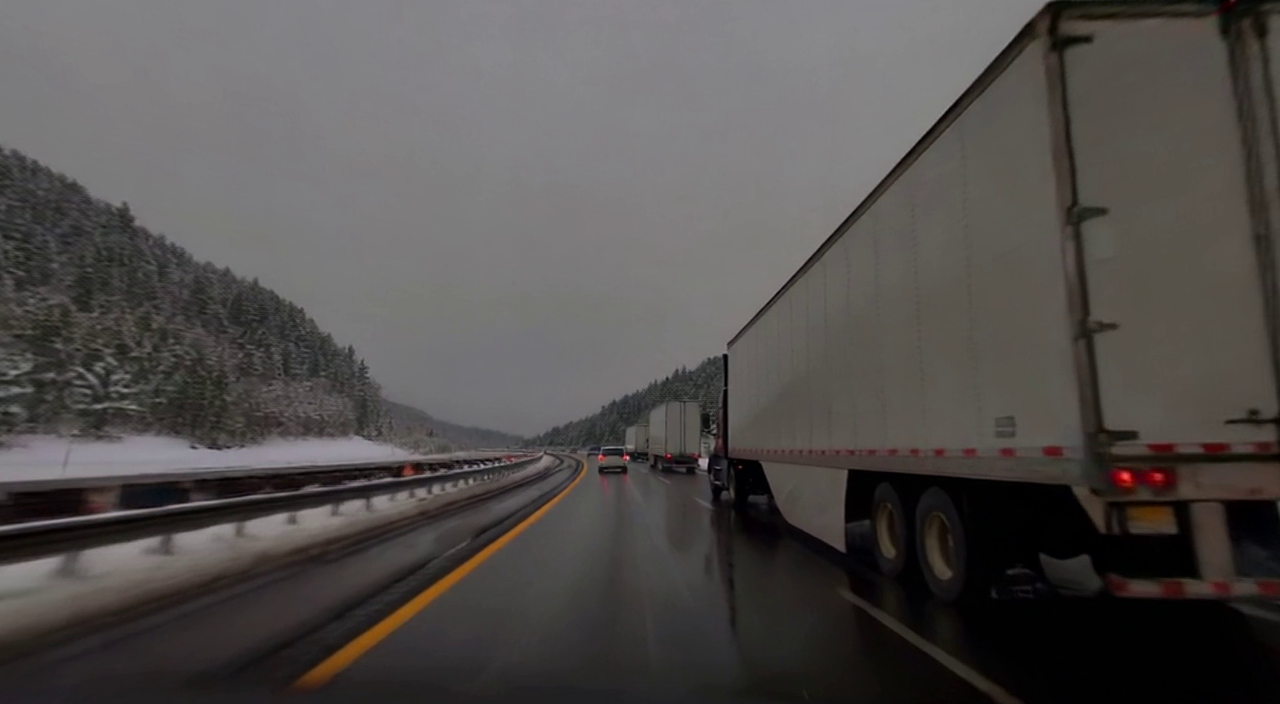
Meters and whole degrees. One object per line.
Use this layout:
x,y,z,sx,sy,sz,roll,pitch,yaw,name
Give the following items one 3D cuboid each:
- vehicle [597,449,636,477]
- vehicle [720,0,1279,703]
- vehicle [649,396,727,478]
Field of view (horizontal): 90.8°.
-1.290,5.993,34.213,2.029,1.437,3.794,0,-9,-3,vehicle
3.922,0.938,10.705,2.911,4.099,14.578,0,-9,-1,vehicle
2.486,5.355,38.612,2.826,4.050,13.845,0,-9,-4,vehicle
